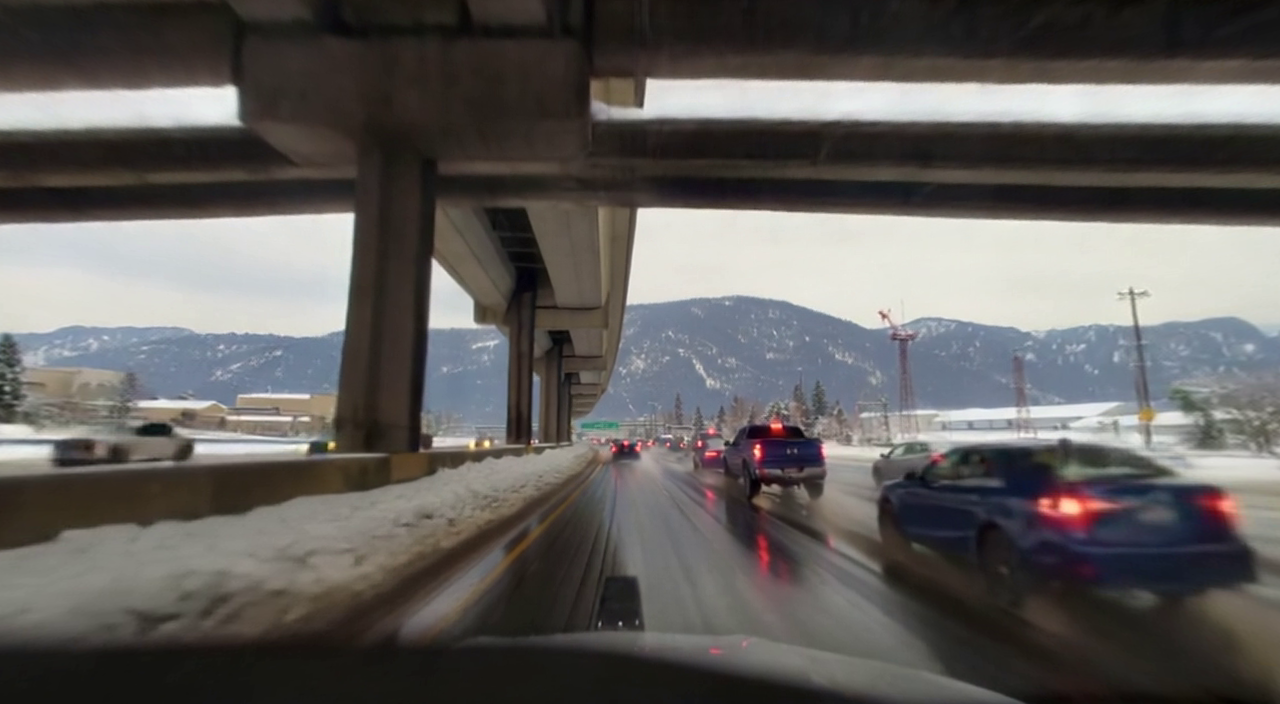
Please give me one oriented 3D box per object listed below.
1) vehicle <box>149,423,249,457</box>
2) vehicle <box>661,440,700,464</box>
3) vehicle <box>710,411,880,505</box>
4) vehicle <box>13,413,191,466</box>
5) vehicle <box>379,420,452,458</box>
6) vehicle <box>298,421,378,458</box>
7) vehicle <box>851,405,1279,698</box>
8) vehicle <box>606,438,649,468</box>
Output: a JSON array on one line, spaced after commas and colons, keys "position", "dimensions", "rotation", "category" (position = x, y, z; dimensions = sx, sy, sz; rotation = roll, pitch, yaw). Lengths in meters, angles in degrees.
[{"position": [-23.191, 4.681, 33.487], "dimensions": [1.997, 1.665, 4.822], "rotation": [0, -8, -3], "category": "vehicle"}, {"position": [2.654, 6.688, 42.500], "dimensions": [2.057, 1.517, 4.538], "rotation": [0, -8, -3], "category": "vehicle"}, {"position": [3.841, 2.872, 17.590], "dimensions": [2.747, 2.061, 7.011], "rotation": [0, -8, -2], "category": "vehicle"}, {"position": [-18.776, 3.135, 22.455], "dimensions": [2.111, 1.654, 4.790], "rotation": [0, -8, -1], "category": "vehicle"}, {"position": [-11.427, 4.500, 32.523], "dimensions": [2.118, 1.831, 4.729], "rotation": [0, -8, -2], "category": "vehicle"}, {"position": [-15.583, 4.583, 32.918], "dimensions": [2.017, 1.764, 4.633], "rotation": [0, -8, -2], "category": "vehicle"}, {"position": [3.850, 1.395, 5.810], "dimensions": [2.048, 1.497, 4.952], "rotation": [0, -8, -1], "category": "vehicle"}, {"position": [-0.700, 5.556, 34.853], "dimensions": [2.266, 1.549, 3.978], "rotation": [0, -8, -1], "category": "vehicle"}]
